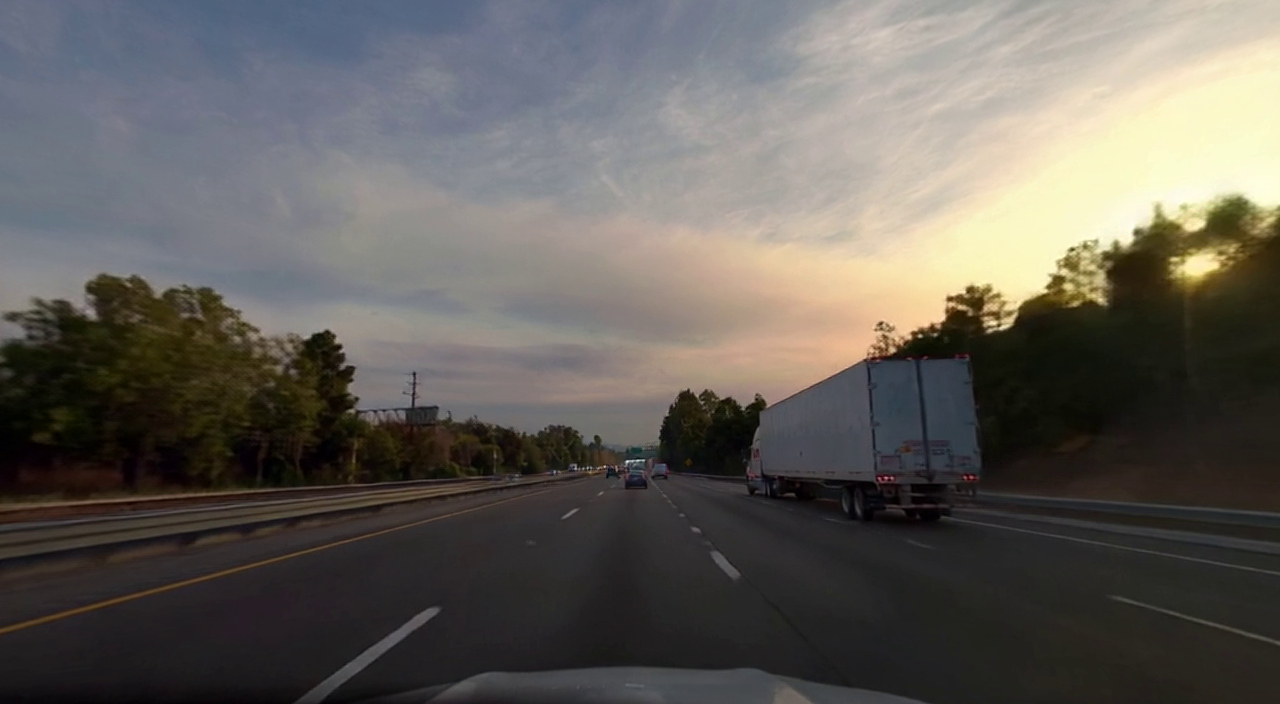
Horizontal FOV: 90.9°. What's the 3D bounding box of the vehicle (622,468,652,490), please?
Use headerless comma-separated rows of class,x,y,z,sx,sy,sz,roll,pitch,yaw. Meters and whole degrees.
vehicle,-0.241,8.933,44.524,2.029,1.459,3.684,1,-10,-1

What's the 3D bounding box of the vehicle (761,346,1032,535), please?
vehicle,6.860,3.147,20.608,2.926,4.073,13.836,1,-10,0
